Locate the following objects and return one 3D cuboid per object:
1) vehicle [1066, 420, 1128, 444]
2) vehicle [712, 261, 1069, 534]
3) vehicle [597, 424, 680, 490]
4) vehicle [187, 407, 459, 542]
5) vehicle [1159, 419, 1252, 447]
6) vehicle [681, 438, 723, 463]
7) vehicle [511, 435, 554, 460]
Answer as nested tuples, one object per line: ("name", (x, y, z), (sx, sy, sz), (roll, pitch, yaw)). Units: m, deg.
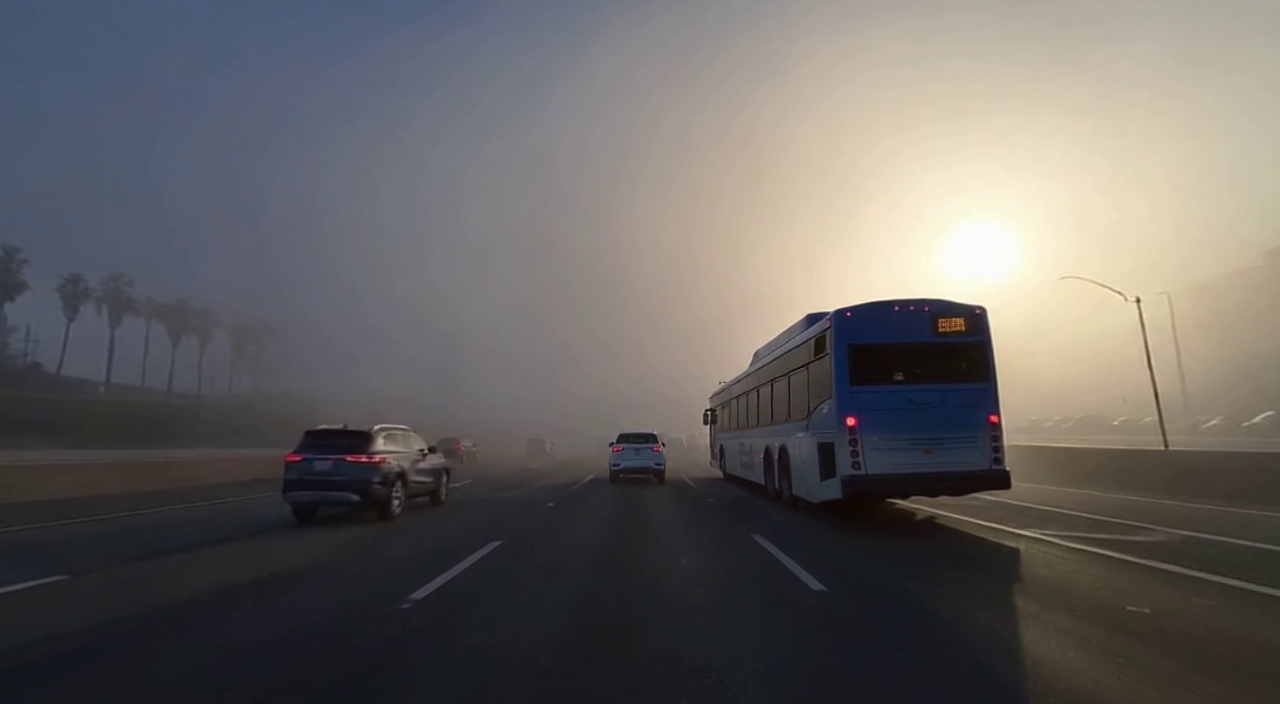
("vehicle", (33.438, 5.916, 46.214), (1.859, 1.638, 4.161), (-1, -9, 8))
("vehicle", (4.049, 1.636, 15.422), (3.020, 3.622, 14.302), (0, -9, 0))
("vehicle", (-0.007, 3.203, 19.425), (2.268, 1.796, 4.280), (0, -9, 1))
("vehicle", (-4.901, 1.991, 10.795), (2.100, 1.765, 4.743), (0, -9, 1))
("vehicle", (32.140, 4.690, 35.948), (1.795, 1.481, 3.986), (-1, -9, 4))
("vehicle", (3.815, 6.205, 39.671), (2.039, 1.516, 4.521), (0, -9, -2))
("vehicle", (-7.850, 7.078, 46.479), (2.291, 1.729, 4.879), (0, -9, 1))
